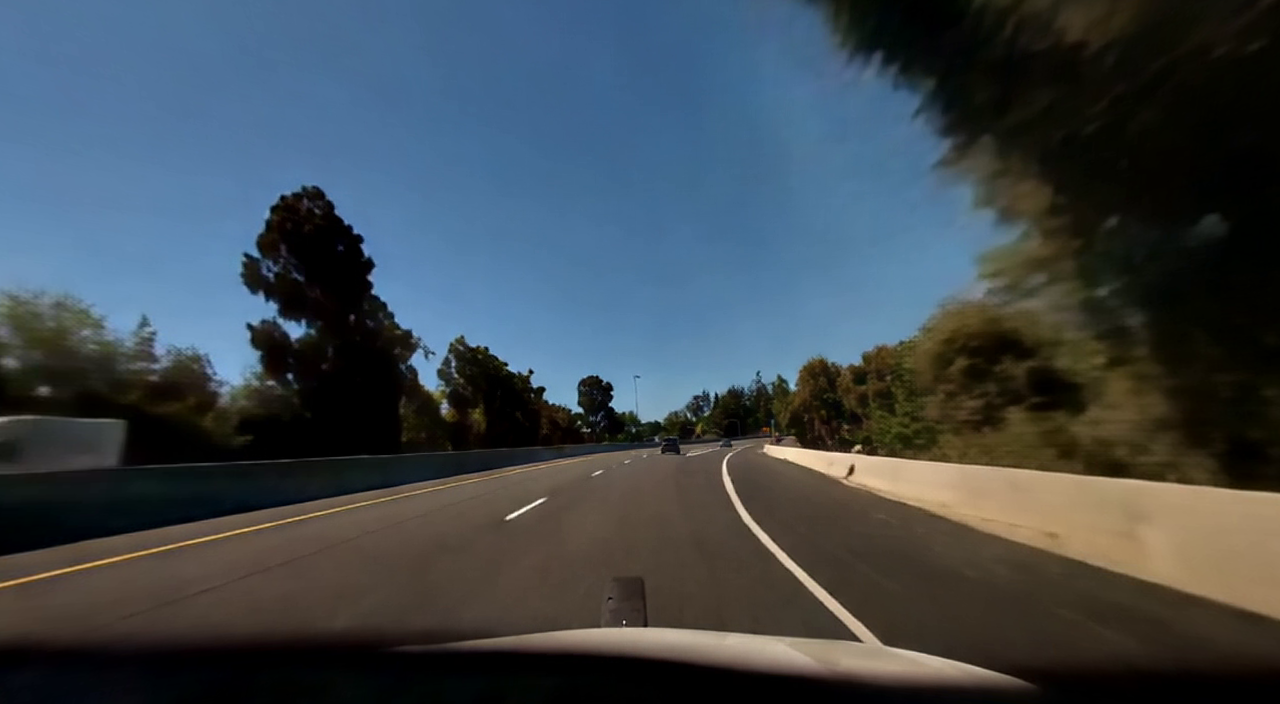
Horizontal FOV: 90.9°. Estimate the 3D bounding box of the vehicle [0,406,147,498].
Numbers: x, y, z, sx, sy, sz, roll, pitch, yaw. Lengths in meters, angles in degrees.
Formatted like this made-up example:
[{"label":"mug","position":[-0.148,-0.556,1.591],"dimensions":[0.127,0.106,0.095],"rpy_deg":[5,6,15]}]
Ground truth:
[{"label":"vehicle","position":[-29.001,4.187,26.244],"dimensions":[2.870,3.934,15.899],"rpy_deg":[-1,-8,6]}]
